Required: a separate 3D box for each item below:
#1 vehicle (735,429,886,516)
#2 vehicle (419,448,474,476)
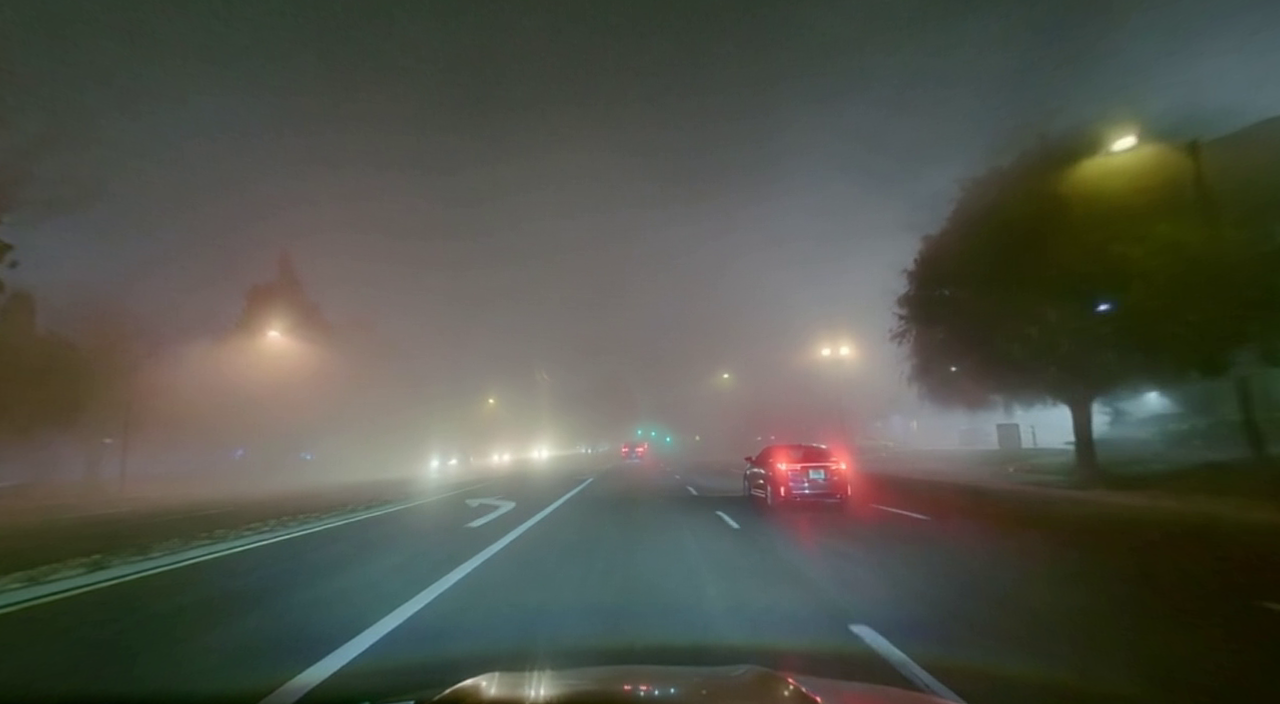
[{"bbox_3d":[3.578,2.624,14.313,1.995,1.616,4.729,0,-8,-1],"label":"vehicle"},{"bbox_3d":[-12.481,7.111,41.094,2.044,1.631,4.777,0,-8,0],"label":"vehicle"}]
